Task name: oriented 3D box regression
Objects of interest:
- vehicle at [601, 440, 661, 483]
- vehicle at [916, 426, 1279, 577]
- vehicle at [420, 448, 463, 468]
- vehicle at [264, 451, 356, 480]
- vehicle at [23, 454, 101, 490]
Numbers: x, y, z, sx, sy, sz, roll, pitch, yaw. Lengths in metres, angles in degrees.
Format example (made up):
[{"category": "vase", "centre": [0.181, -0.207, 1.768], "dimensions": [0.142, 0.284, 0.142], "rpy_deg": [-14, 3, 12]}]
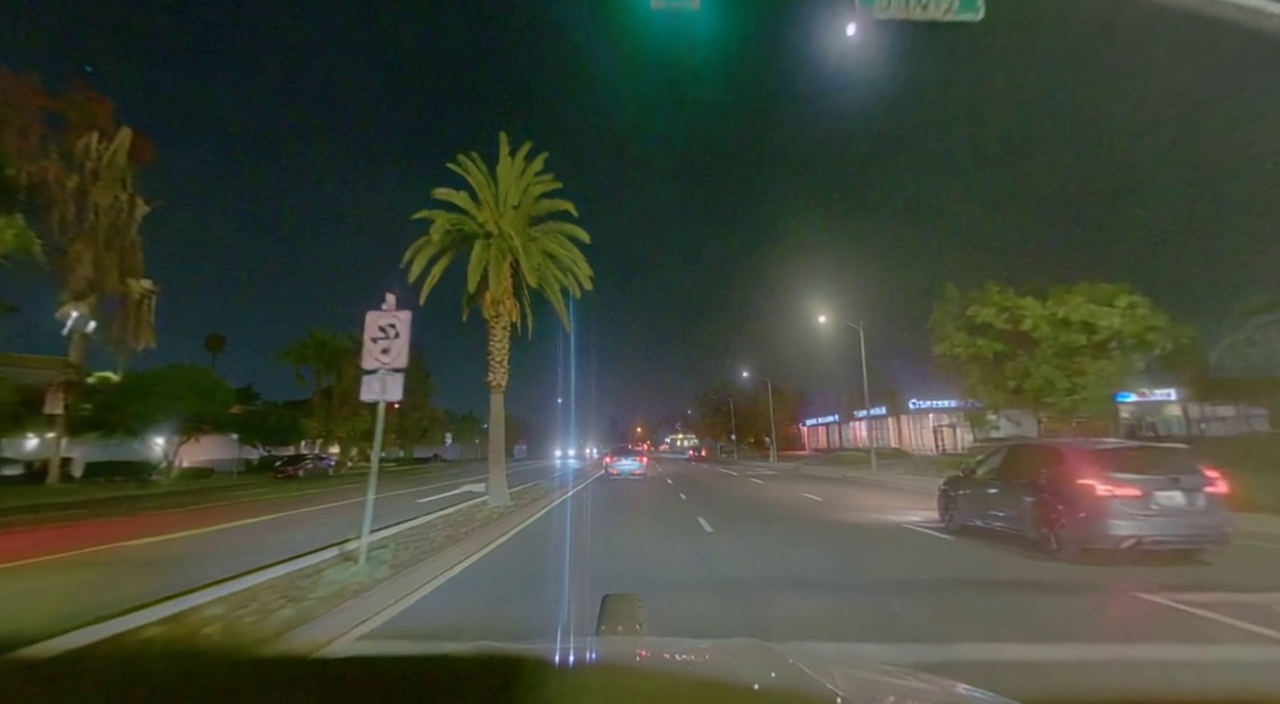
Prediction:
[{"category": "vehicle", "centre": [-0.328, 4.191, 24.403], "dimensions": [2.106, 1.496, 3.964], "rpy_deg": [0, -9, -1]}, {"category": "vehicle", "centre": [6.226, 1.986, 9.232], "dimensions": [2.244, 1.618, 4.585], "rpy_deg": [0, -9, -1]}, {"category": "vehicle", "centre": [-15.494, 8.258, 49.444], "dimensions": [2.015, 1.509, 4.295], "rpy_deg": [0, -9, -1]}, {"category": "vehicle", "centre": [-18.360, 6.296, 35.354], "dimensions": [1.968, 1.524, 4.390], "rpy_deg": [-2, -9, 16]}, {"category": "vehicle", "centre": [-26.599, 5.437, 29.018], "dimensions": [4.497, 1.488, 2.033], "rpy_deg": [-8, -12, 41]}]
